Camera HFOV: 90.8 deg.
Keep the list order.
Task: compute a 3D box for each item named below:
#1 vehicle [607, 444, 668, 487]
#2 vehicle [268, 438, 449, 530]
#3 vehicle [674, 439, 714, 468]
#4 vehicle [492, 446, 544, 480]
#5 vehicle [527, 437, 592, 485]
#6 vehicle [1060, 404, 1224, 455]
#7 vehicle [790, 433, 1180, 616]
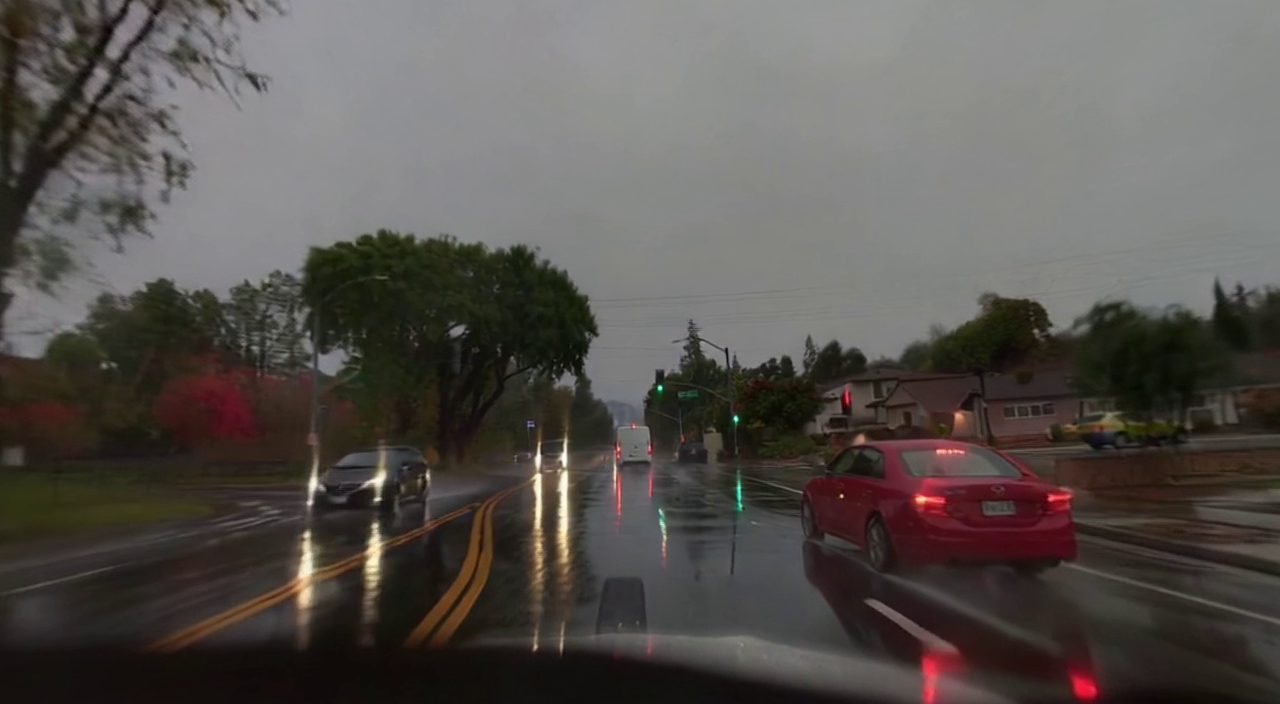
[{"bbox_3d":[-0.119,4.237,24.004,2.114,1.483,4.207,0,-8,-1],"label":"vehicle"},{"bbox_3d":[-6.216,2.938,14.741,2.146,1.768,4.664,0,-8,-1],"label":"vehicle"},{"bbox_3d":[3.681,7.019,43.818,2.187,1.847,4.553,0,-8,-2],"label":"vehicle"},{"bbox_3d":[-6.445,5.907,33.849,2.051,1.663,4.031,0,-8,-1],"label":"vehicle"},{"bbox_3d":[-3.159,4.409,25.961,2.083,1.741,5.530,0,-8,-1],"label":"vehicle"},{"bbox_3d":[18.514,2.971,23.723,2.012,1.690,5.034,0,-8,0],"label":"vehicle"},{"bbox_3d":[3.319,1.715,7.349,1.973,1.447,4.402,0,-8,-1],"label":"vehicle"}]
